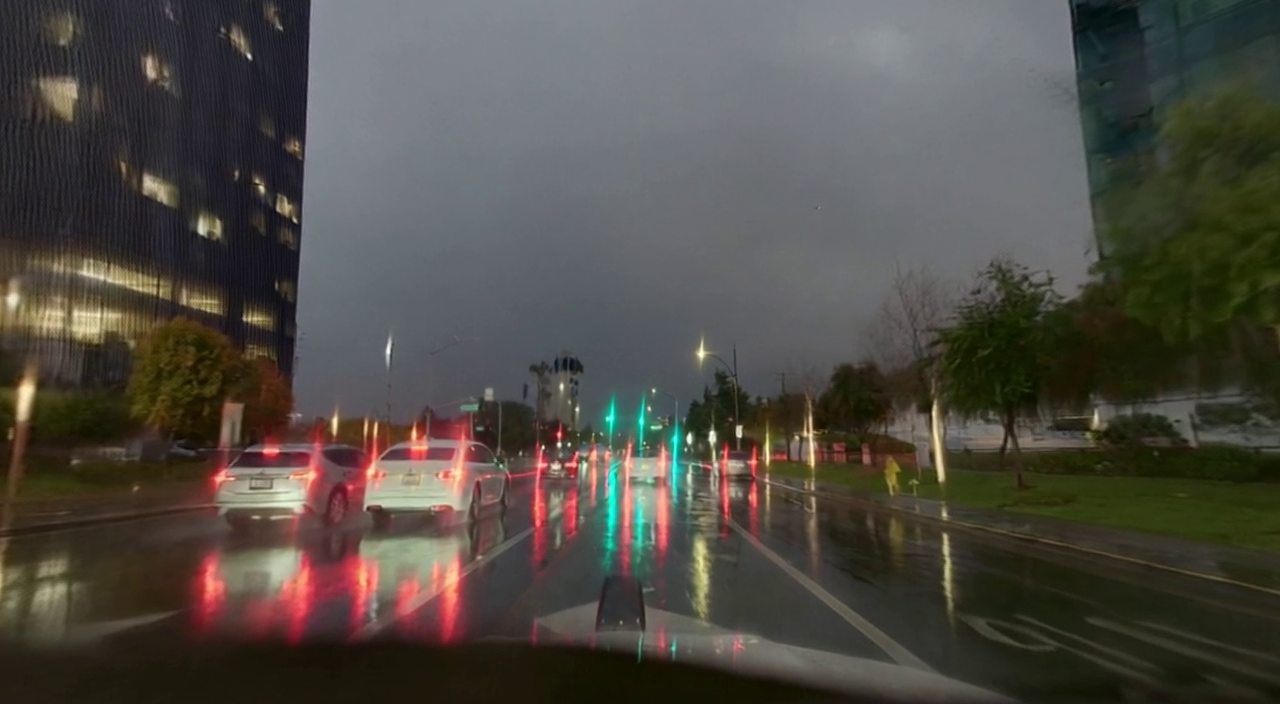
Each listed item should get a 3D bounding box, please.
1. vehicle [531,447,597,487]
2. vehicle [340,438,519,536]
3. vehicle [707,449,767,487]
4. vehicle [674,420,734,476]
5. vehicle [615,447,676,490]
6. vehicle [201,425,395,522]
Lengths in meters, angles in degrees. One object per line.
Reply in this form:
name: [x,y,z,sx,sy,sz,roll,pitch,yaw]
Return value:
vehicle: [-3.086,4.746,26.429,2.044,1.508,4.479,0,-9,2]
vehicle: [-3.750,2.463,12.143,1.933,1.520,4.195,0,-9,1]
vehicle: [4.151,5.017,27.560,1.940,1.514,4.187,0,-9,-1]
vehicle: [4.207,6.739,44.428,3.074,3.316,12.953,0,-9,1]
vehicle: [0.209,4.538,24.850,2.174,1.509,4.374,0,-9,0]
vehicle: [-7.100,2.547,13.670,1.902,1.765,3.973,0,-9,1]
